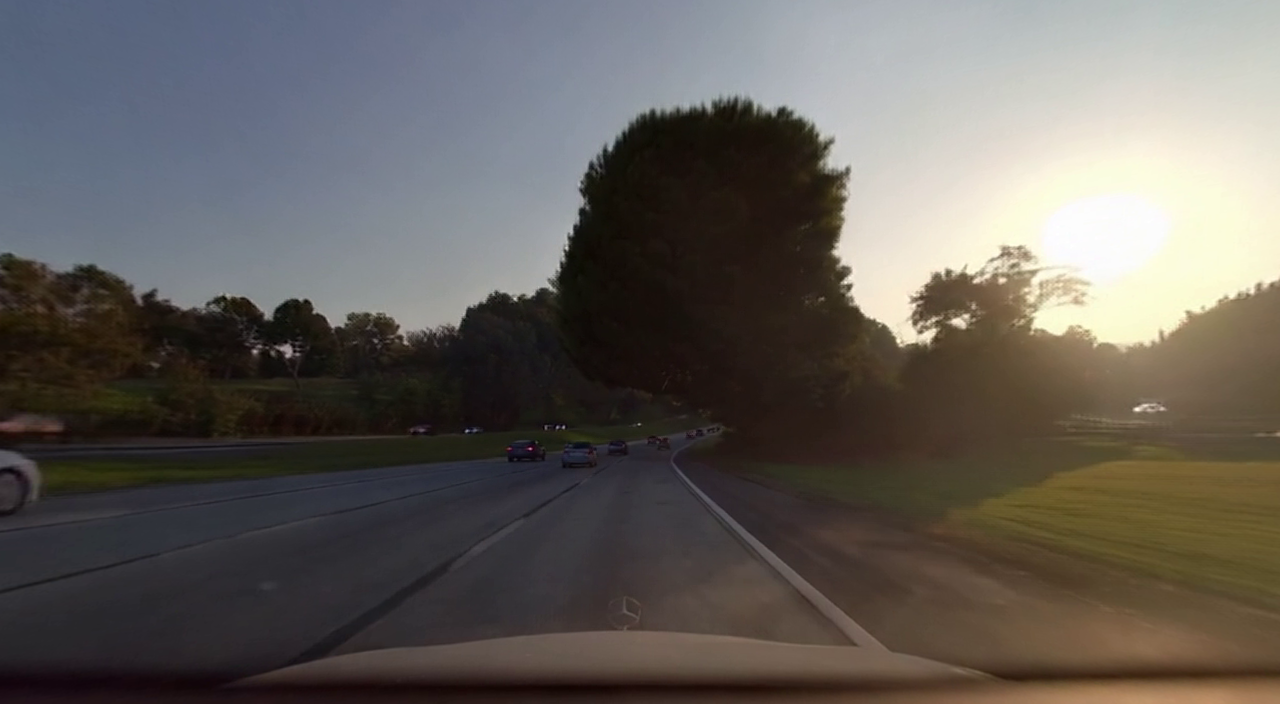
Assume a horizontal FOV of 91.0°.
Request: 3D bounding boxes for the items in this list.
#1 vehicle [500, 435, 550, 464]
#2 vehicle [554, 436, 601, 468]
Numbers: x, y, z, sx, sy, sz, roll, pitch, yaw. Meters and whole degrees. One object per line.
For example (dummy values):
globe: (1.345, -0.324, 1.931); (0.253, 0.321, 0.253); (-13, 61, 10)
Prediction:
vehicle: (-7.094, 6.110, 39.385); (2.108, 1.686, 4.556); (0, -9, 3)
vehicle: (-3.504, 5.705, 36.024); (2.035, 1.673, 4.469); (0, -9, 2)
